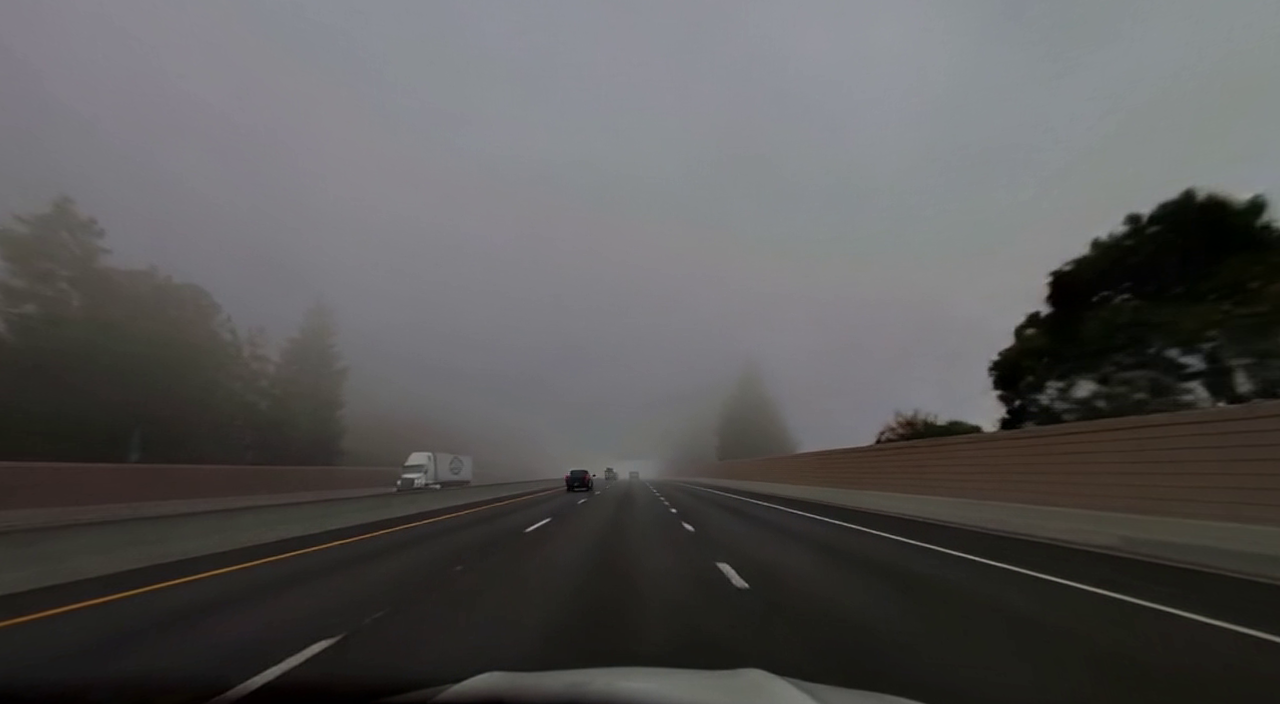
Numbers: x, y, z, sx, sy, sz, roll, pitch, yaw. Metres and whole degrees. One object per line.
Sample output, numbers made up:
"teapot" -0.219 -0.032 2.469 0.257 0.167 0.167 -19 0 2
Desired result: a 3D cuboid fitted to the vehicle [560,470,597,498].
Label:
"vehicle" -3.558 7.765 37.225 1.863 1.486 3.852 1 -11 -1
